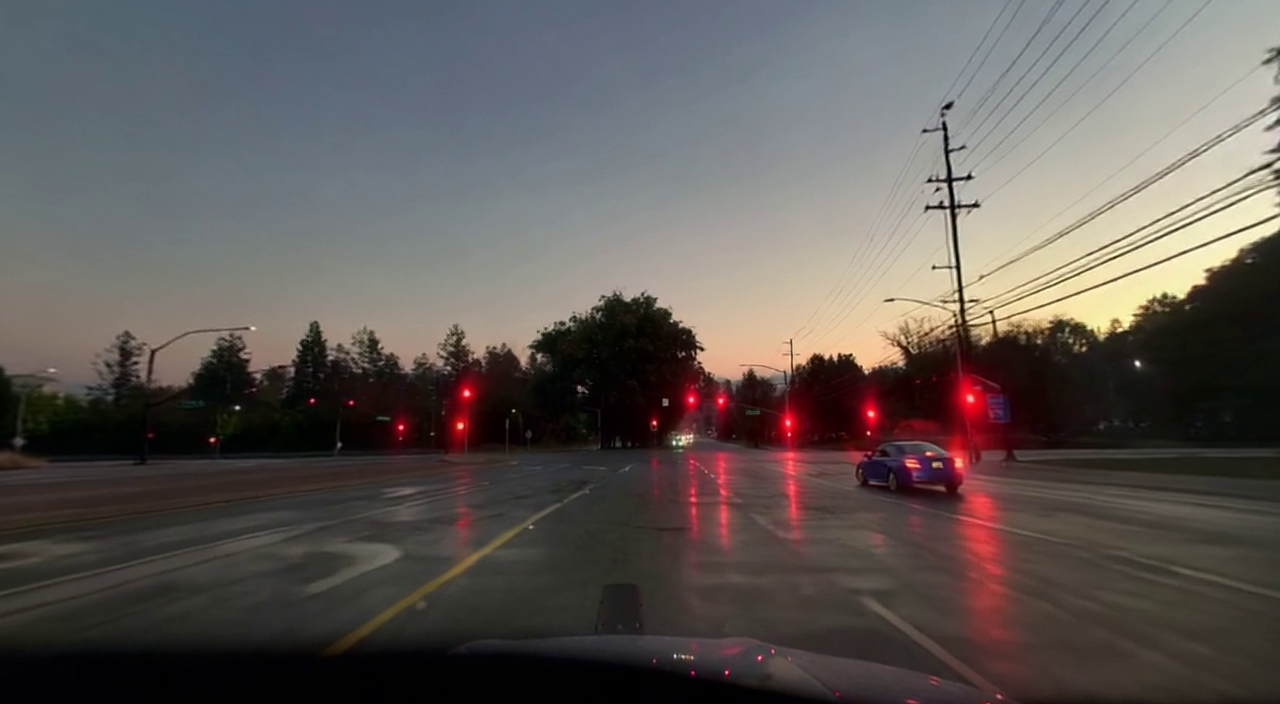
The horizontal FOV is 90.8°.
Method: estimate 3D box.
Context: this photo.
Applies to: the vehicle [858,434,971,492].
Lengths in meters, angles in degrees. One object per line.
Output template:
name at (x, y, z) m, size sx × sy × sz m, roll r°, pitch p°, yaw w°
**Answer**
vehicle at (8.036, 3.274, 18.893) m, size 1.797 × 1.544 × 3.685 m, roll 0°, pitch -9°, yaw 2°
